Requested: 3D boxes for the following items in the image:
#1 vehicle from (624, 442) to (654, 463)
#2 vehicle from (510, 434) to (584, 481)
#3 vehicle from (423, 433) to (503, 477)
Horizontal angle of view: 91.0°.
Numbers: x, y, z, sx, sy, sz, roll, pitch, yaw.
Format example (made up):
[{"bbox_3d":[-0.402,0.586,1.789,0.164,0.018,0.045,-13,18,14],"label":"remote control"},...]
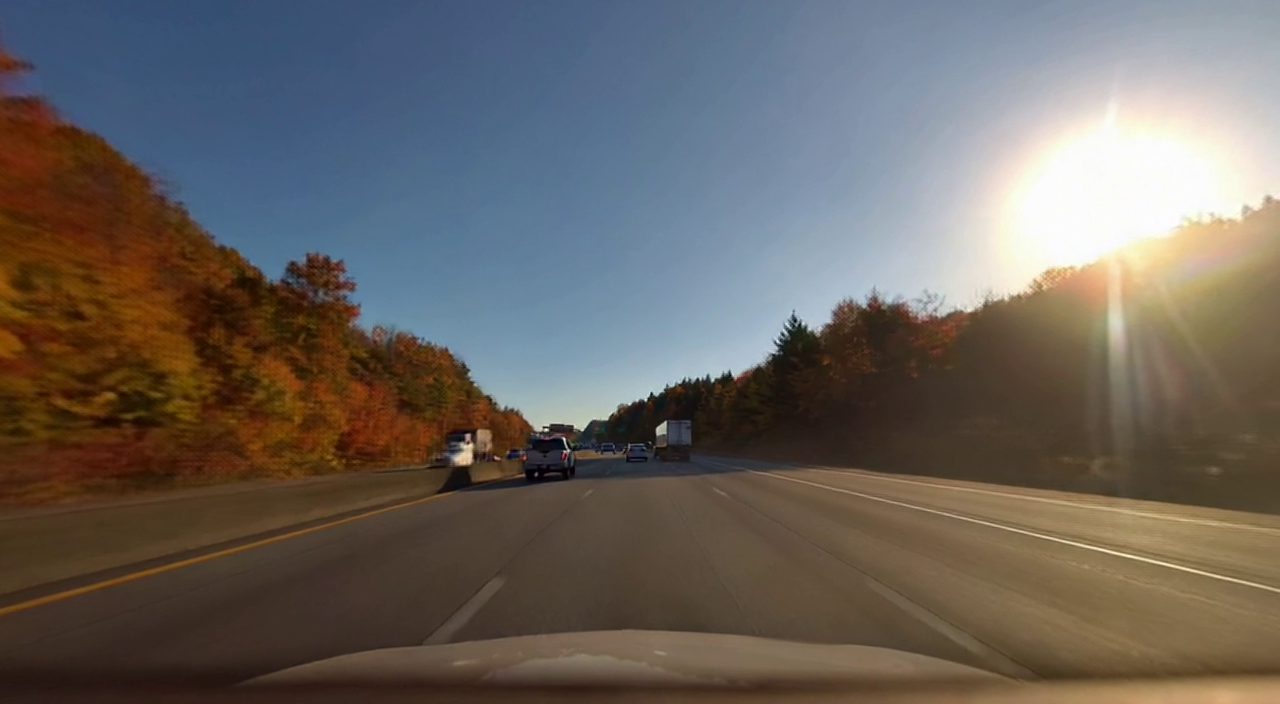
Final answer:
[{"bbox_3d":[-0.055,7.597,47.551,2.152,1.484,4.211,0,-8,0],"label":"vehicle"},{"bbox_3d":[-3.521,4.088,24.727,2.077,1.669,4.739,0,-8,1],"label":"vehicle"},{"bbox_3d":[-6.874,4.024,24.862,1.845,1.577,3.968,-1,-8,2],"label":"vehicle"}]
